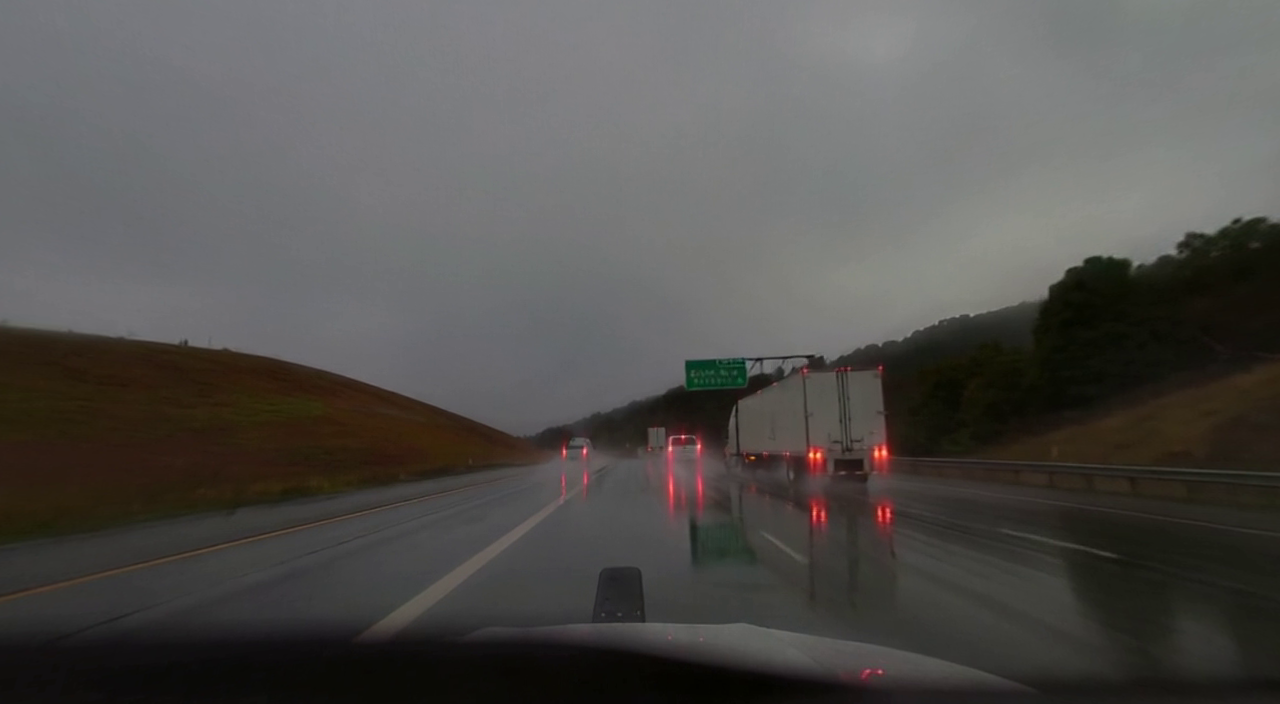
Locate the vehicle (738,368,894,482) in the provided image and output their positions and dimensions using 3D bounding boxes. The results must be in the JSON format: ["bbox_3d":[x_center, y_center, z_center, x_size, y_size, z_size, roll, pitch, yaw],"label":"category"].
[{"bbox_3d":[7.748,3.897,31.457,2.935,4.187,16.357,0,-9,-1],"label":"vehicle"}]

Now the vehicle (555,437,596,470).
[{"bbox_3d":[-4.205,6.707,41.871,2.193,1.977,4.759,0,-9,0],"label":"vehicle"}]

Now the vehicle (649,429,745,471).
[{"bbox_3d":[3.084,5.492,35.468,5.075,2.277,2.365,0,-9,-3],"label":"vehicle"}]
